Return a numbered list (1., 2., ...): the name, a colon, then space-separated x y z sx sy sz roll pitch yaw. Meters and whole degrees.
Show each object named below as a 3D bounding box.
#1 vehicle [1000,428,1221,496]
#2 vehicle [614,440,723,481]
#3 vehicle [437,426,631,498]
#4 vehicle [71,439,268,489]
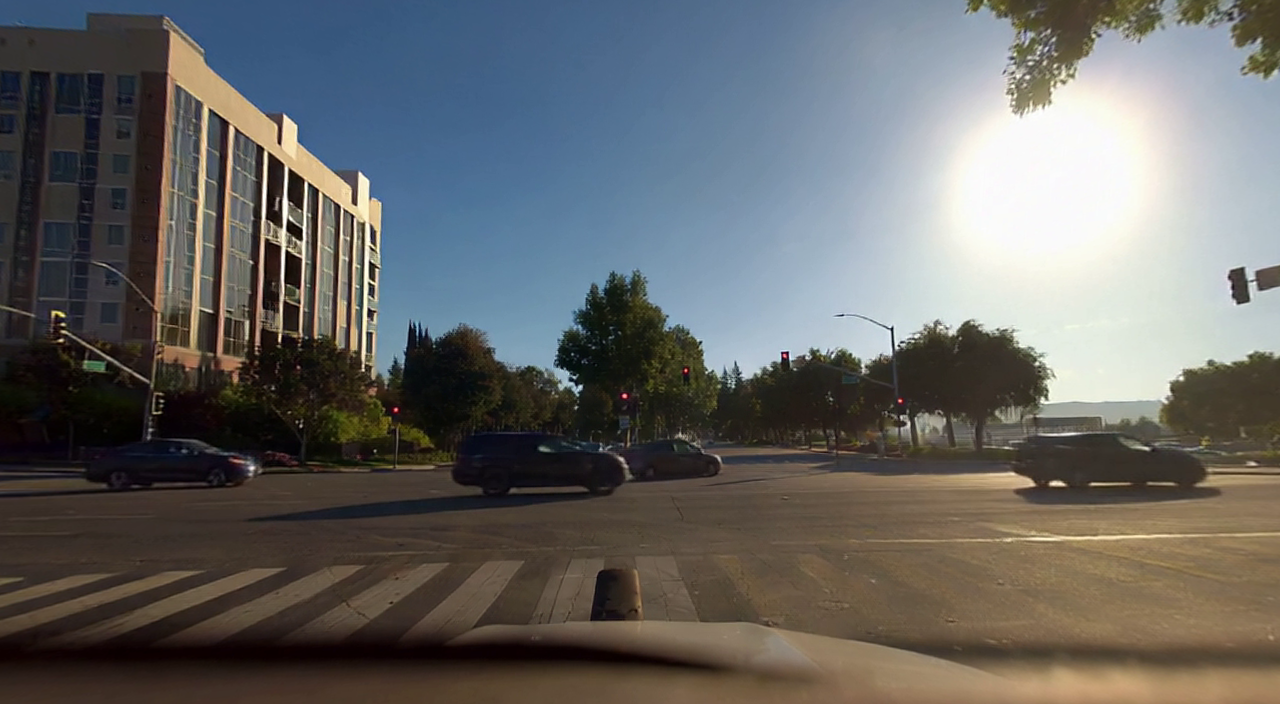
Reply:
1. vehicle: 14.561 3.384 19.799 5.101 1.940 2.468 1 -8 -6
2. vehicle: 1.265 4.517 26.572 4.397 1.569 1.955 7 -11 -39
3. vehicle: -2.805 2.991 17.424 4.923 1.800 2.153 1 -8 -6
4. vehicle: -14.533 3.471 19.791 4.424 1.454 2.043 1 -8 -7
